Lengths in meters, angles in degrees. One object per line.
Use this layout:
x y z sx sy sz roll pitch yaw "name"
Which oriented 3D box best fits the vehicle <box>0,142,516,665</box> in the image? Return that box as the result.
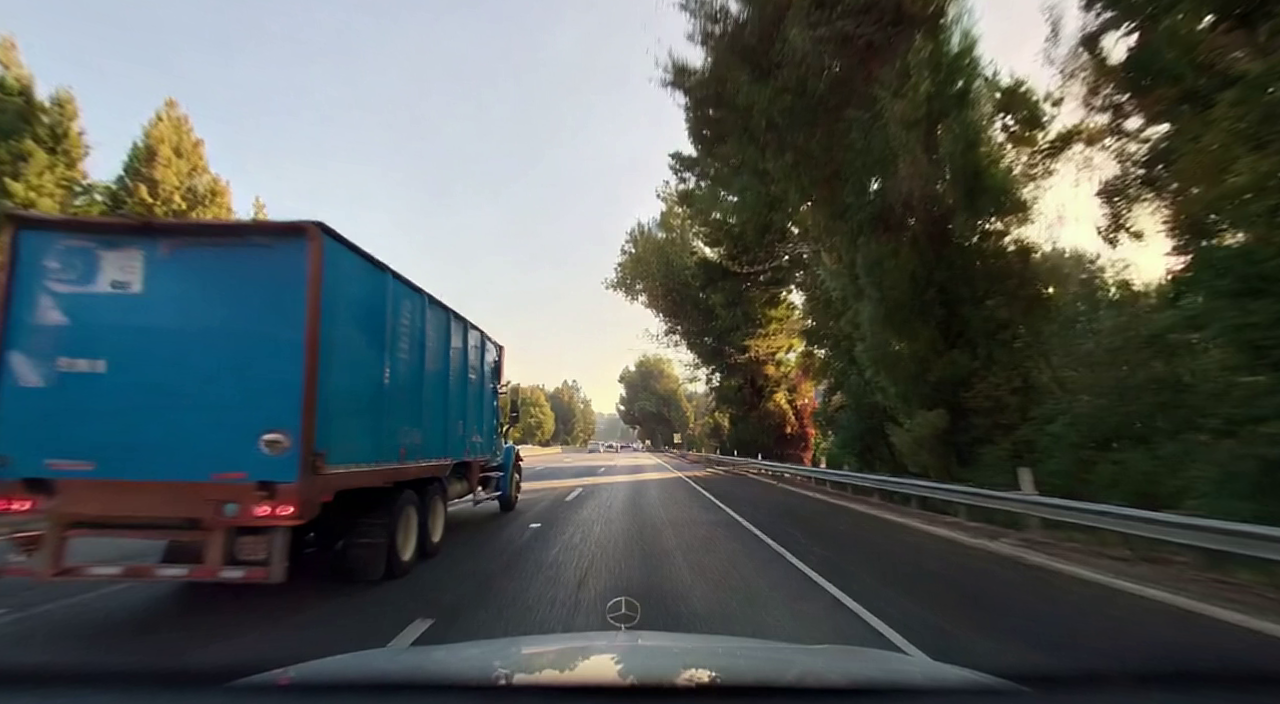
-3.829 0.825 8.060 2.874 3.309 8.208 0 -8 -1 "vehicle"
